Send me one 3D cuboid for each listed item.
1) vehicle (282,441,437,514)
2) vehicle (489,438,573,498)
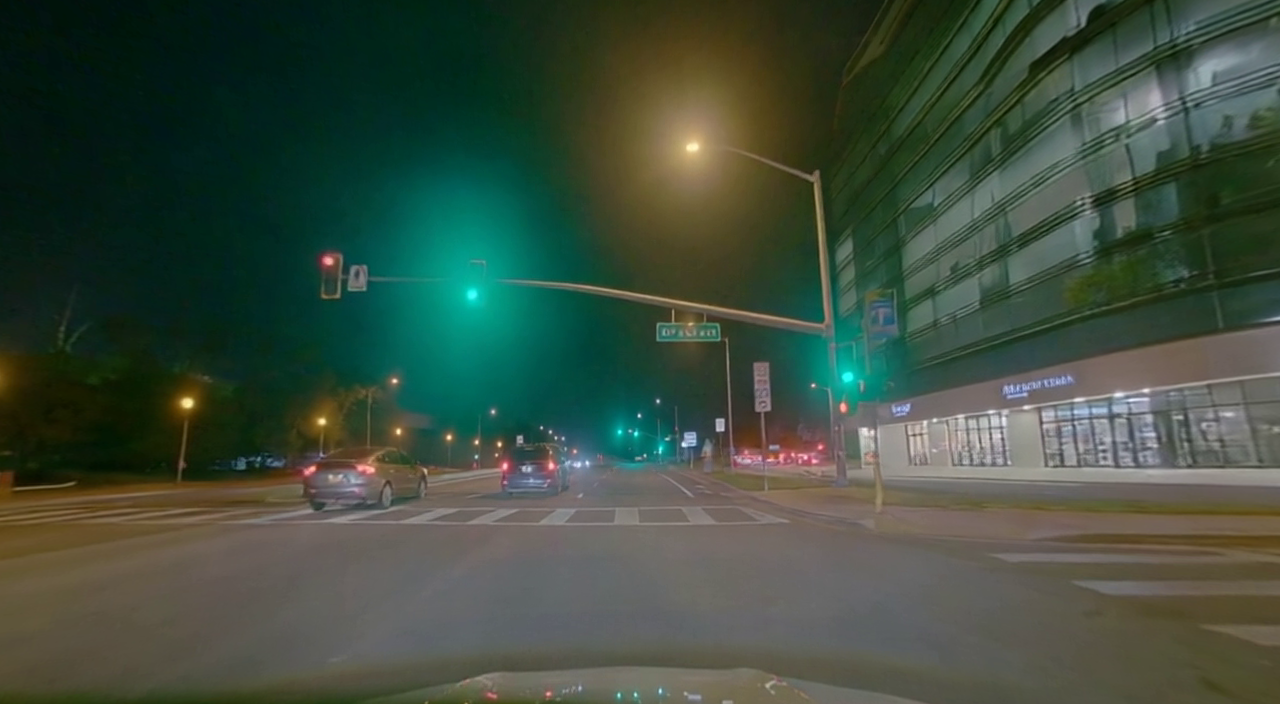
[{"bbox_3d":[-7.038,3.153,16.482,1.909,1.605,4.561,0,-9,1],"label":"vehicle"},{"bbox_3d":[-3.419,3.731,20.663,2.052,1.729,4.195,0,-9,-1],"label":"vehicle"}]
